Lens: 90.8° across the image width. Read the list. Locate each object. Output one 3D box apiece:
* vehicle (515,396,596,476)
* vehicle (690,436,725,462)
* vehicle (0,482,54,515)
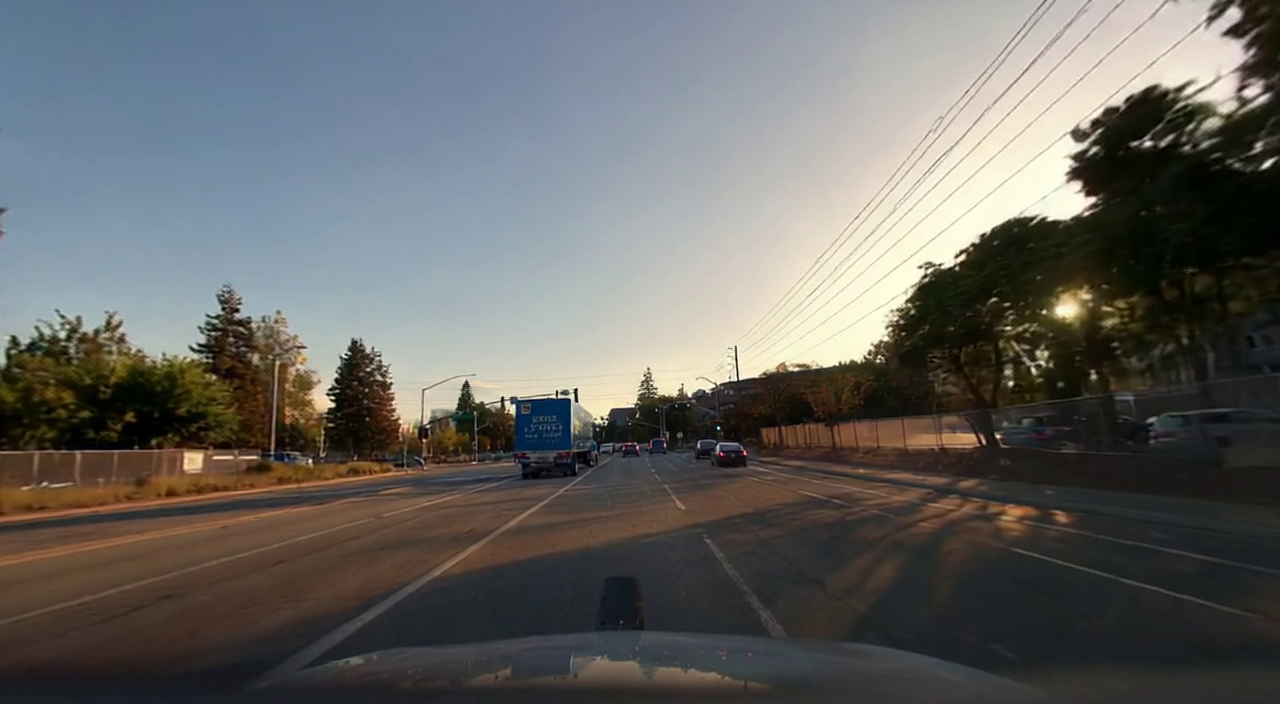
[{"bbox_3d":[-3.905,4.187,31.148,2.889,3.347,8.285,0,-8,0],"label":"vehicle"},{"bbox_3d":[4.576,6.679,43.471,2.102,1.662,4.533,-1,-8,2],"label":"vehicle"},{"bbox_3d":[-33.826,7.802,33.653,1.715,1.452,3.933,1,-8,-7],"label":"vehicle"}]
